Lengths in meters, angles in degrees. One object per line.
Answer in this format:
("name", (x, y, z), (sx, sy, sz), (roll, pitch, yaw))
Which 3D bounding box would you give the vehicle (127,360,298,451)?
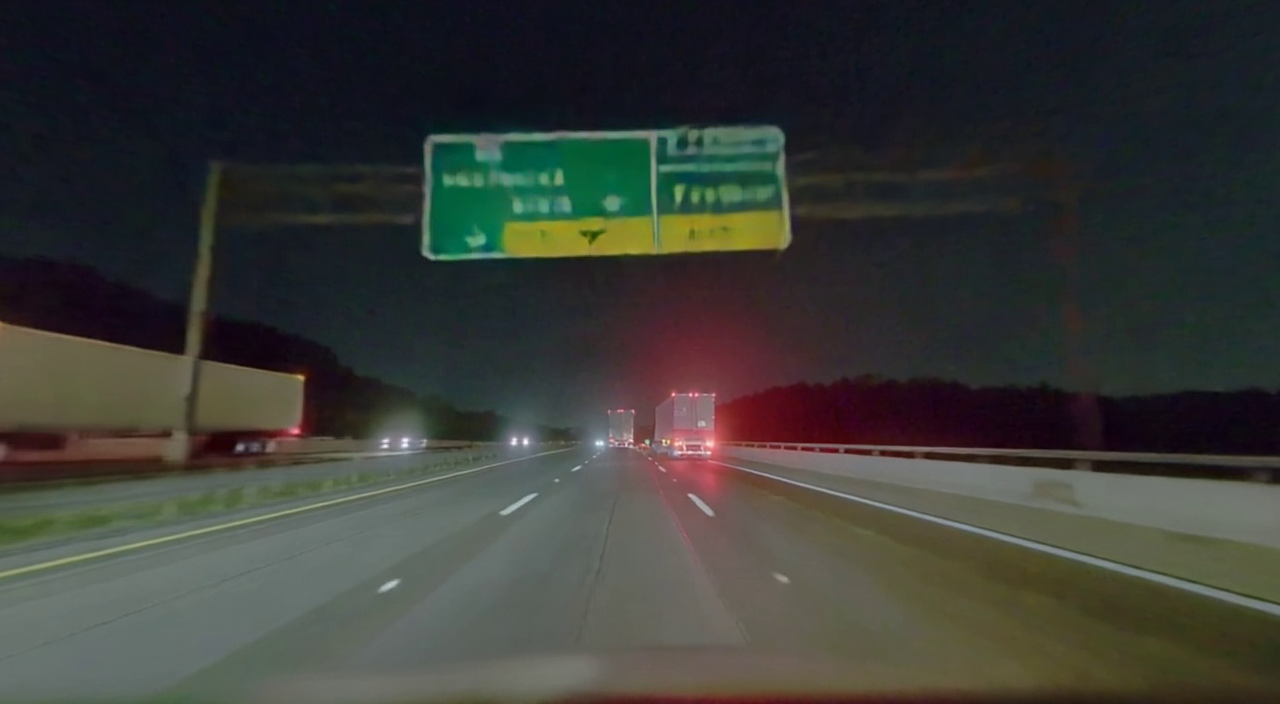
("vehicle", (-20.789, 2.866, 31.483), (2.835, 3.939, 8.023), (0, -8, 0))

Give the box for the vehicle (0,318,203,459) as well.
("vehicle", (-20.665, 1.537, 22.003), (2.958, 4.181, 10.954), (0, -8, -1))

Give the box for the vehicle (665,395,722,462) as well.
("vehicle", (3.379, 5.145, 42.037), (2.873, 3.998, 8.286), (0, -8, -1))
